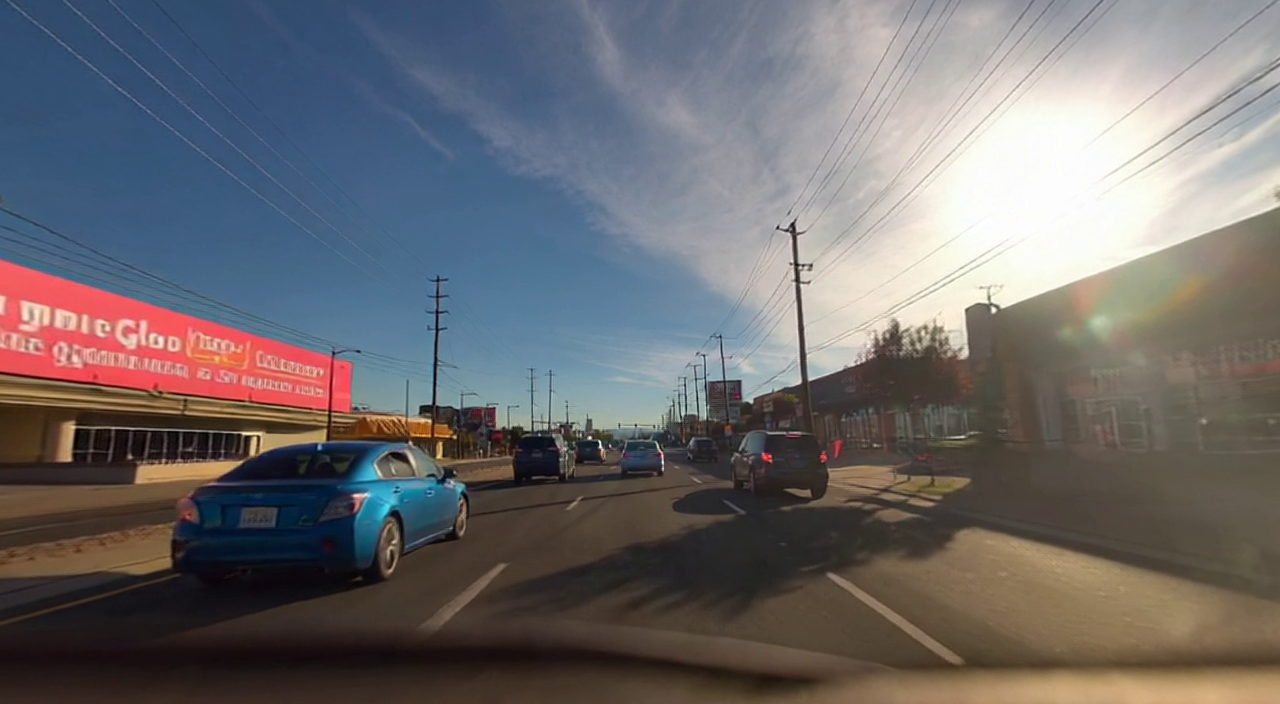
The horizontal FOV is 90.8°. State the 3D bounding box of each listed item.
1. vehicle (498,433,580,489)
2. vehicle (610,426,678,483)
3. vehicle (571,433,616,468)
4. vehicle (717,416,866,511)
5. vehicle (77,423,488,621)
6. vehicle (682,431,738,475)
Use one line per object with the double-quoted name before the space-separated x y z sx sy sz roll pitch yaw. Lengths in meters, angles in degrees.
"vehicle" -3.233 3.573 21.017 2.051 1.671 3.861 0 -8 0
"vehicle" 0.109 3.815 23.700 2.326 1.925 4.253 0 -8 -1
"vehicle" -2.827 6.195 39.947 2.405 2.009 5.909 0 -8 0
"vehicle" 3.361 2.612 15.265 2.282 1.897 4.915 0 -8 -1
"vehicle" -3.299 1.641 7.161 2.022 1.498 4.471 0 -8 0
"vehicle" 3.208 4.724 29.809 2.026 1.904 4.102 0 -8 -2
